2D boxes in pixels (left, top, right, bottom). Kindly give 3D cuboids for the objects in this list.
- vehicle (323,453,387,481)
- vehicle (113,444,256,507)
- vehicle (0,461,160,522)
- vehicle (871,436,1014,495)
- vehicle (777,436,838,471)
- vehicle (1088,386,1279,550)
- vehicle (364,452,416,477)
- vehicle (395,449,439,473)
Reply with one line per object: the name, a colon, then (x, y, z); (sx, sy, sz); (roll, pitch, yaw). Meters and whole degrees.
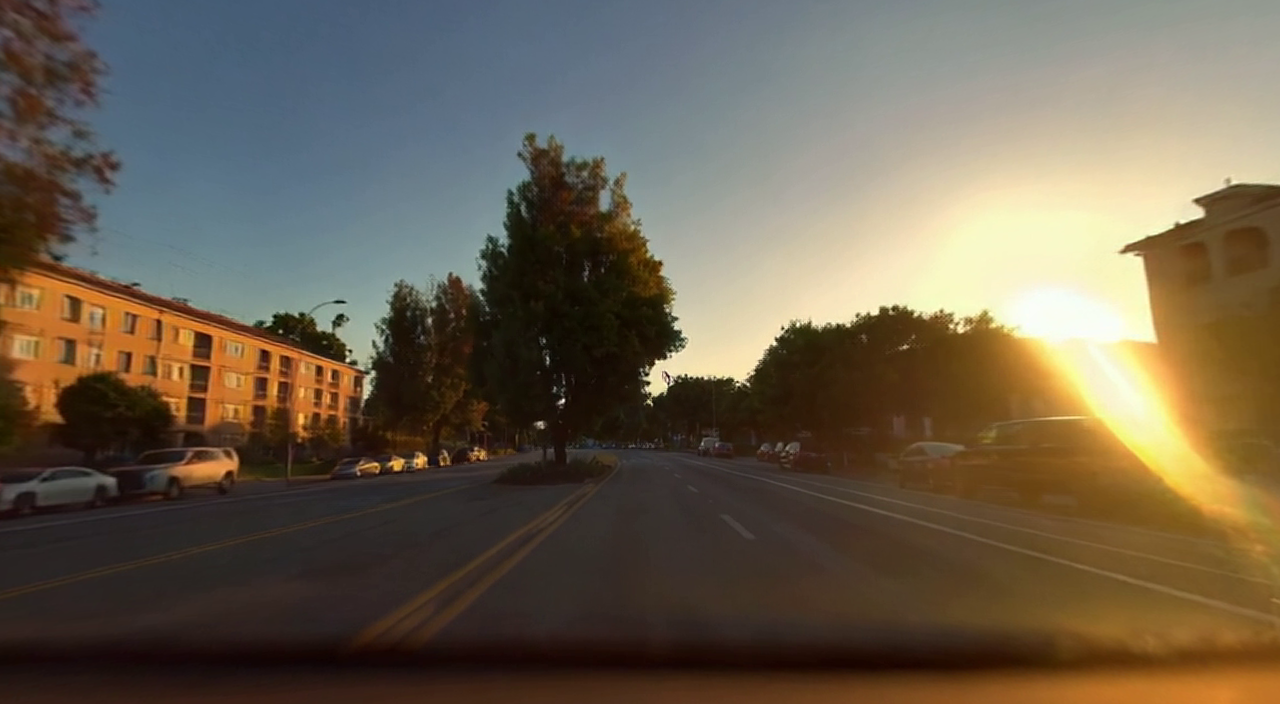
vehicle: (-16.991, 6.866, 37.804); (1.891, 1.474, 4.437); (-1, -8, -2)
vehicle: (-17.059, 4.565, 23.967); (2.046, 1.945, 4.688); (-1, -7, -2)
vehicle: (-17.029, 4.066, 18.845); (1.740, 1.442, 4.678); (-1, -8, -1)
vehicle: (9.899, 3.759, 21.283); (2.159, 1.734, 5.384); (0, -9, 0)
vehicle: (10.023, 6.116, 38.220); (2.091, 1.962, 5.091); (1, -9, -2)
vehicle: (9.515, 1.609, 8.787); (2.115, 2.151, 5.826); (0, -9, -1)
vehicle: (-16.974, 7.638, 43.014); (1.807, 1.466, 4.693); (-1, -8, -2)
vehicle: (-17.150, 8.385, 48.713); (1.859, 1.694, 4.638); (-1, -8, -3)
